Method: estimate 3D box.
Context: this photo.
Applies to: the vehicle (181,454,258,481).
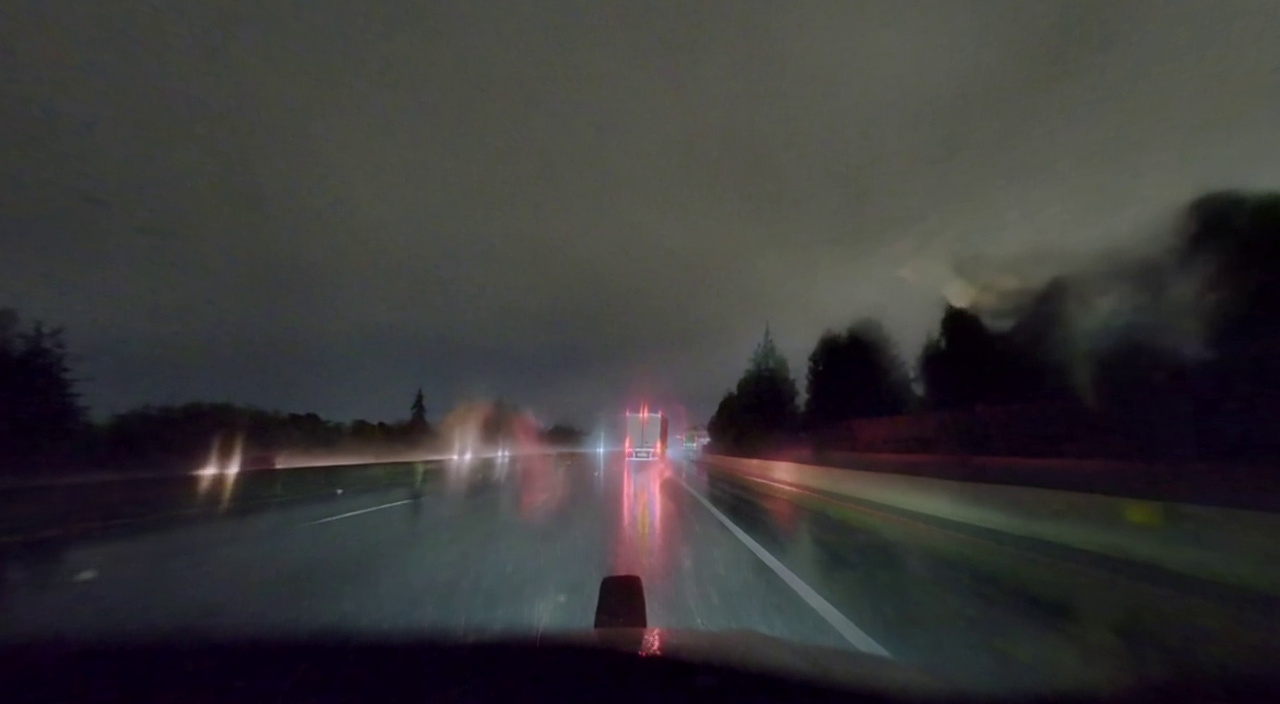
[{"bbox_3d":[-24.148,6.630,36.400,1.719,1.426,3.827,0,-9,1],"label":"vehicle"}]
